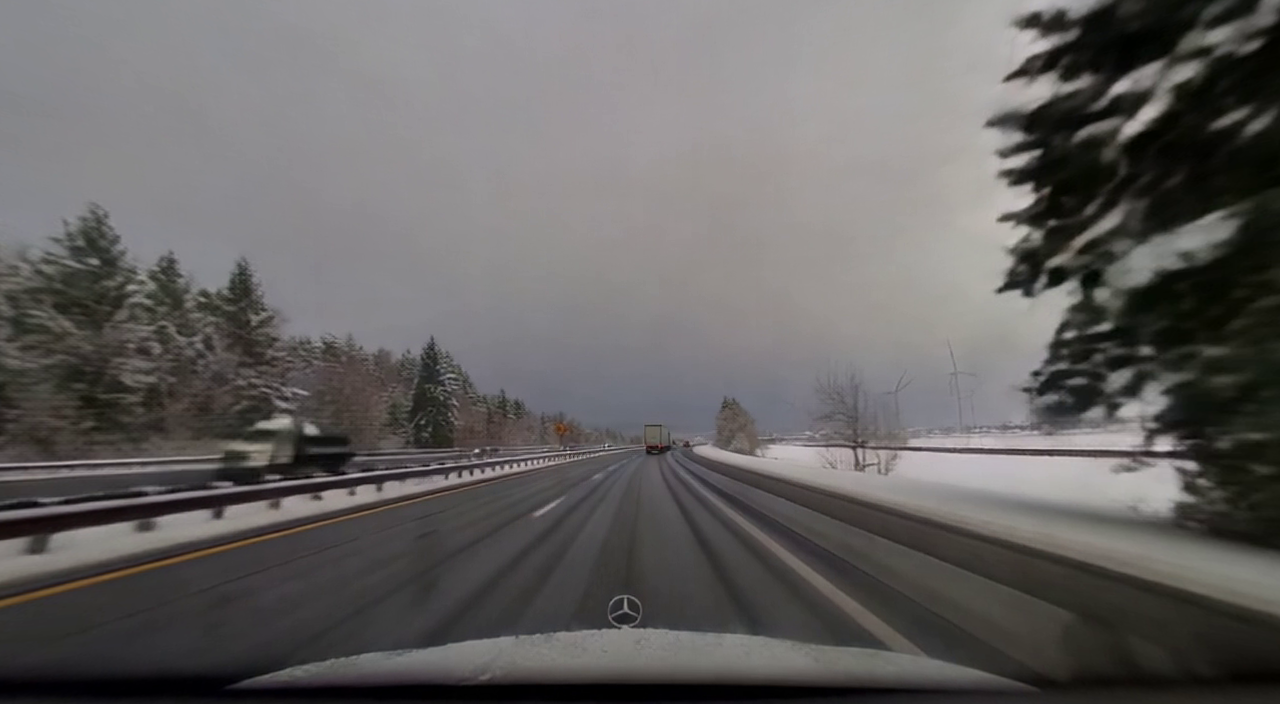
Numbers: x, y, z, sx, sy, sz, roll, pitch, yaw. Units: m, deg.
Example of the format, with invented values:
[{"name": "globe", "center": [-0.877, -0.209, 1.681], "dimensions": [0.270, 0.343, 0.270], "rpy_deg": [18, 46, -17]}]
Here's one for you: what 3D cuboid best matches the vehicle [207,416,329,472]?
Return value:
[{"name": "vehicle", "center": [-16.709, 4.214, 28.737], "dimensions": [2.169, 2.282, 5.319], "rpy_deg": [0, -9, 1]}]
